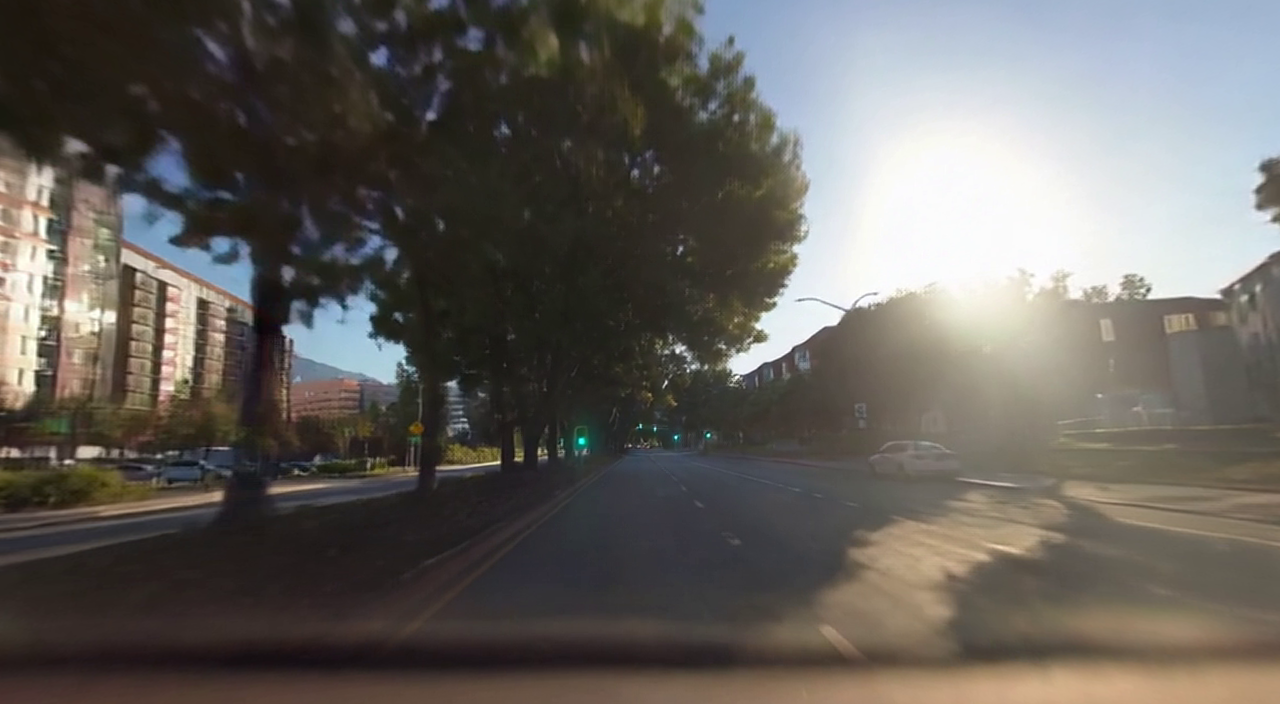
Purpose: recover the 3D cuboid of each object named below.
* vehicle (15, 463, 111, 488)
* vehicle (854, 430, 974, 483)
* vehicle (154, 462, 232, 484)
[{"bbox_3d":[-45.136,9.653,49.536,5.340,1.609,2.171,6,-12,-41],"label":"vehicle"},{"bbox_3d":[9.994,3.858,23.576,2.051,1.726,4.898,1,-8,-3],"label":"vehicle"},{"bbox_3d":[-30.732,8.315,43.525,3.930,1.431,1.645,2,-9,-12],"label":"vehicle"}]
